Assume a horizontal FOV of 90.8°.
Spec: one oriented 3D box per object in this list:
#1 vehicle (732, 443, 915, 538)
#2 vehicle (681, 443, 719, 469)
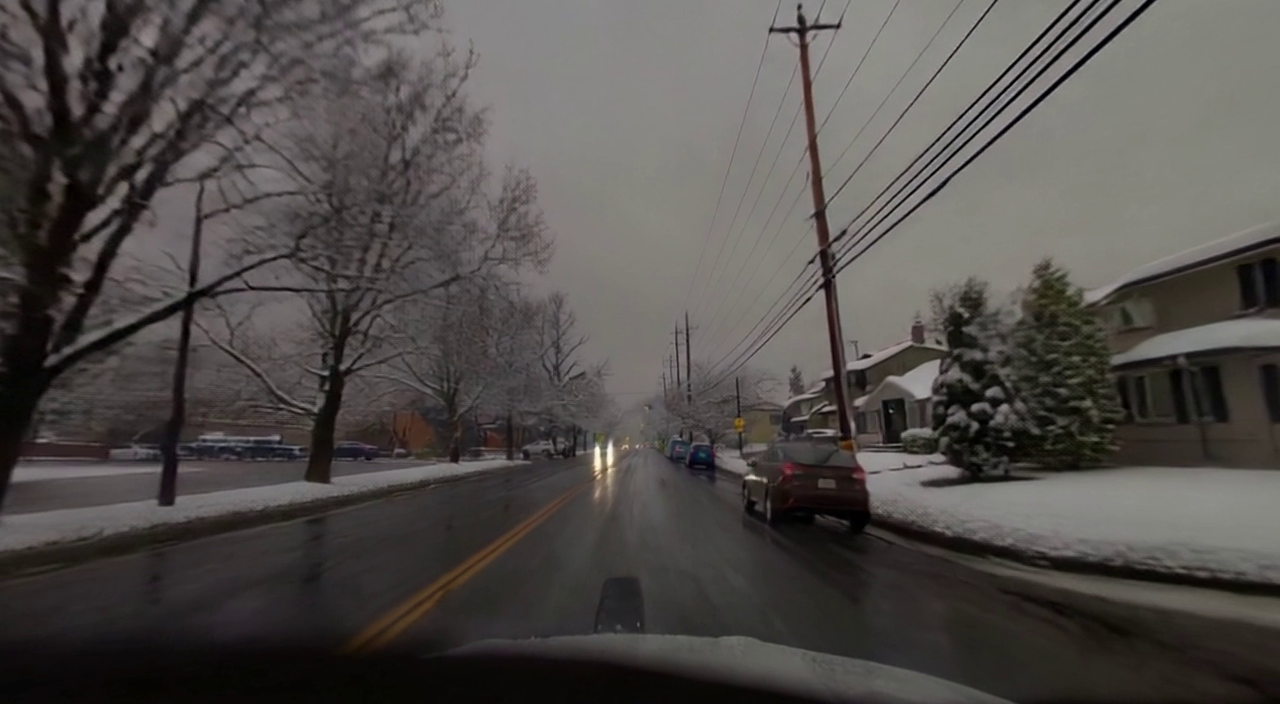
[{"bbox_3d":[3.141,2.454,11.975,1.990,1.435,4.526,0,-8,-2],"label":"vehicle"},{"bbox_3d":[3.641,6.381,39.048,1.915,1.491,4.642,0,-8,0],"label":"vehicle"}]
